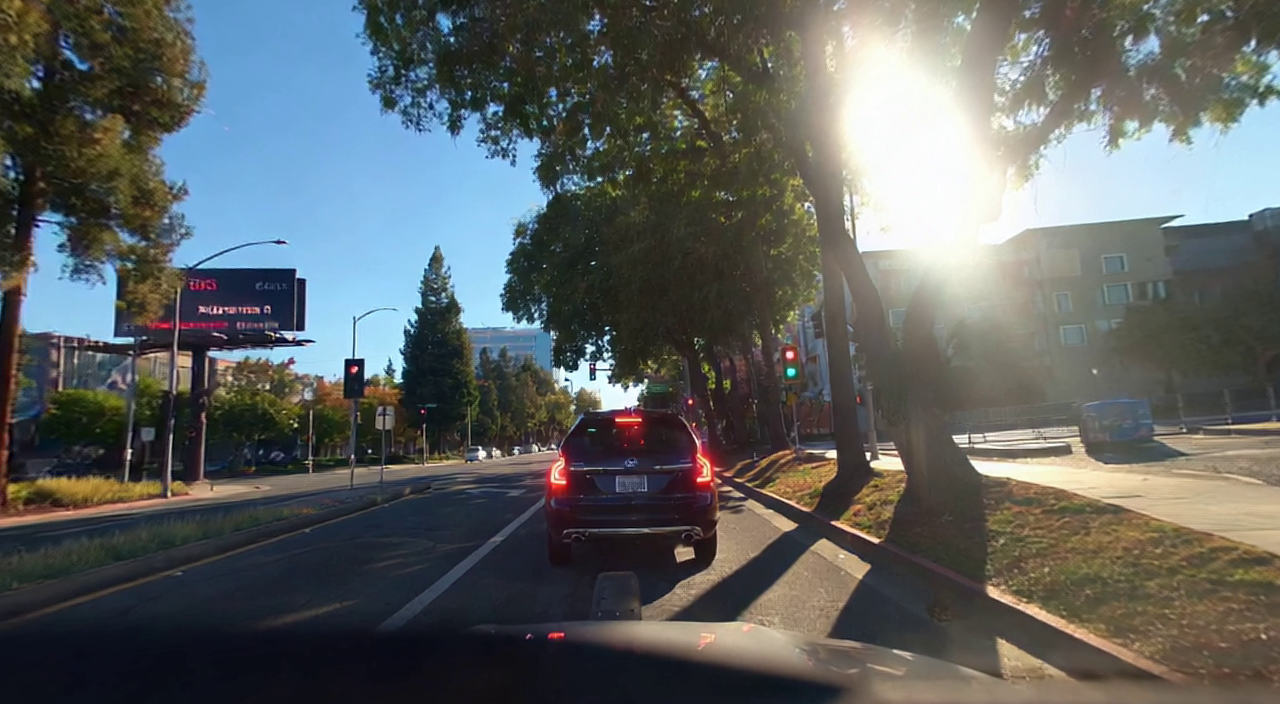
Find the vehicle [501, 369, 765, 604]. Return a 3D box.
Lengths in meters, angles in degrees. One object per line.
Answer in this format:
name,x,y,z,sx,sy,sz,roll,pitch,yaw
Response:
vehicle,-0.060,1.365,7.131,2.142,1.904,3.816,-1,-8,0

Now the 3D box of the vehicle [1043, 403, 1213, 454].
vehicle,15.273,2.450,19.933,3.750,1.502,1.781,-2,-8,13
